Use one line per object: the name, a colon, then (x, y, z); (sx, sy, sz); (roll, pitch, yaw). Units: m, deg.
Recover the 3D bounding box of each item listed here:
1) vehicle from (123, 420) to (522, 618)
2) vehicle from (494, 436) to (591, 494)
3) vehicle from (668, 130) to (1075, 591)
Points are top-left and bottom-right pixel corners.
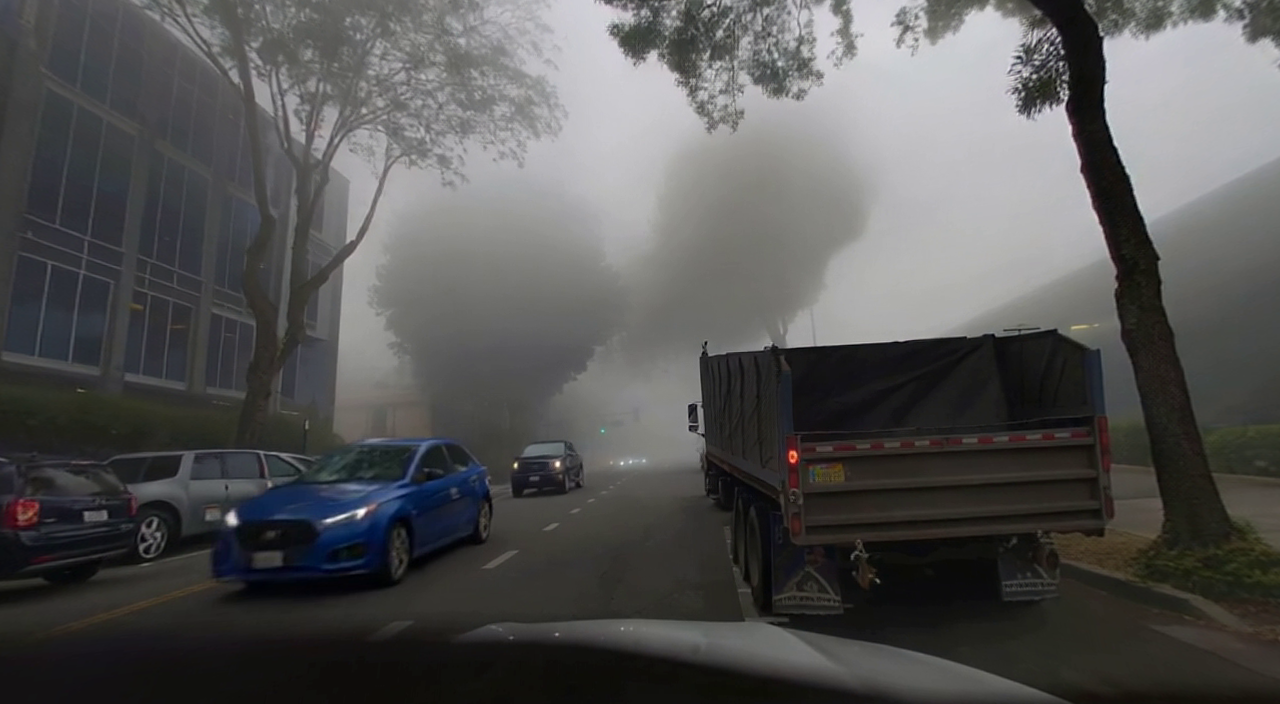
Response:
vehicle: (-2.995, 1.655, 7.294); (2.183, 1.563, 4.257); (-1, -8, 4)
vehicle: (-2.942, 3.532, 20.120); (2.311, 1.631, 4.510); (0, -8, 1)
vehicle: (2.520, 0.819, 11.317); (3.320, 4.034, 11.553); (-1, -8, 6)
